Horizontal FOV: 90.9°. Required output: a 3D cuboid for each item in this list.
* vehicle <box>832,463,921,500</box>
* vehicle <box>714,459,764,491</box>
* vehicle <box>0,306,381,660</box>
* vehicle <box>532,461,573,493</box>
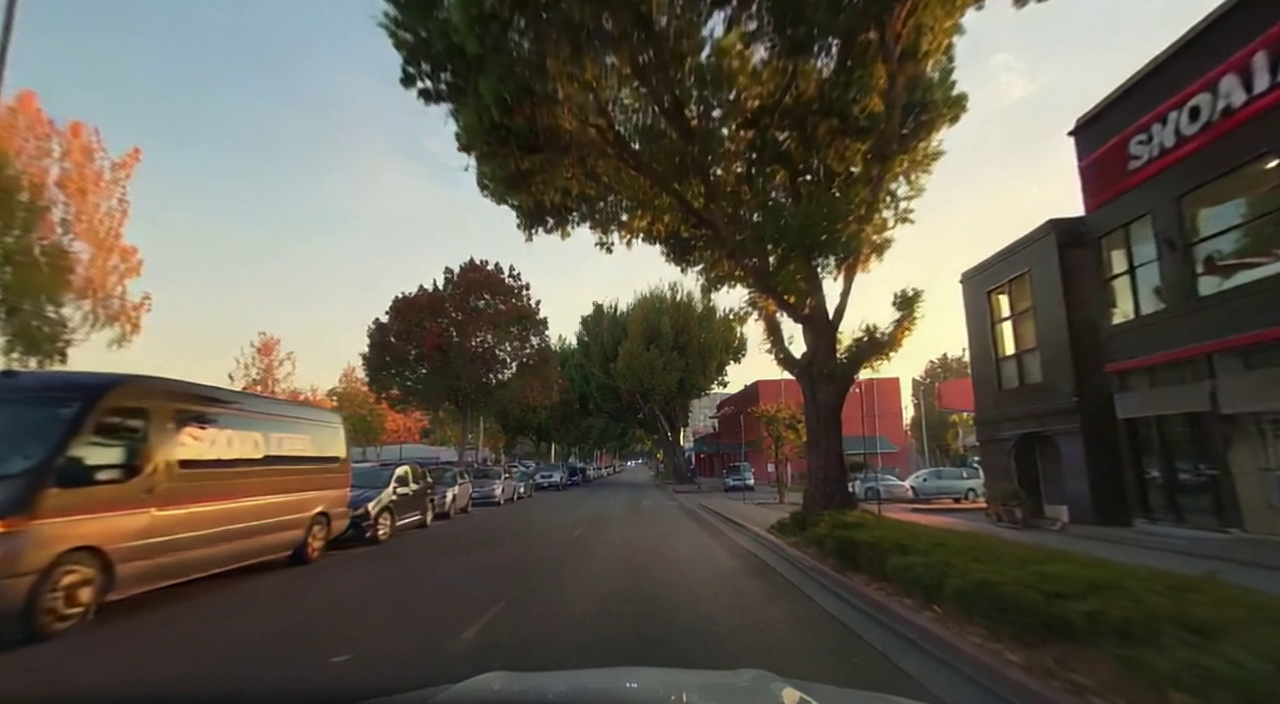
[{"bbox_3d":[10.327,5.738,27.975,1.926,1.469,4.654,1,-11,-3],"label":"vehicle"},{"bbox_3d":[5.765,7.255,37.270,2.054,1.779,4.650,1,-11,-2],"label":"vehicle"},{"bbox_3d":[-5.649,1.434,7.558,2.526,2.655,5.480,0,-10,2],"label":"vehicle"},{"bbox_3d":[-5.853,8.486,42.919,2.196,2.001,5.548,1,-11,-2],"label":"vehicle"}]
